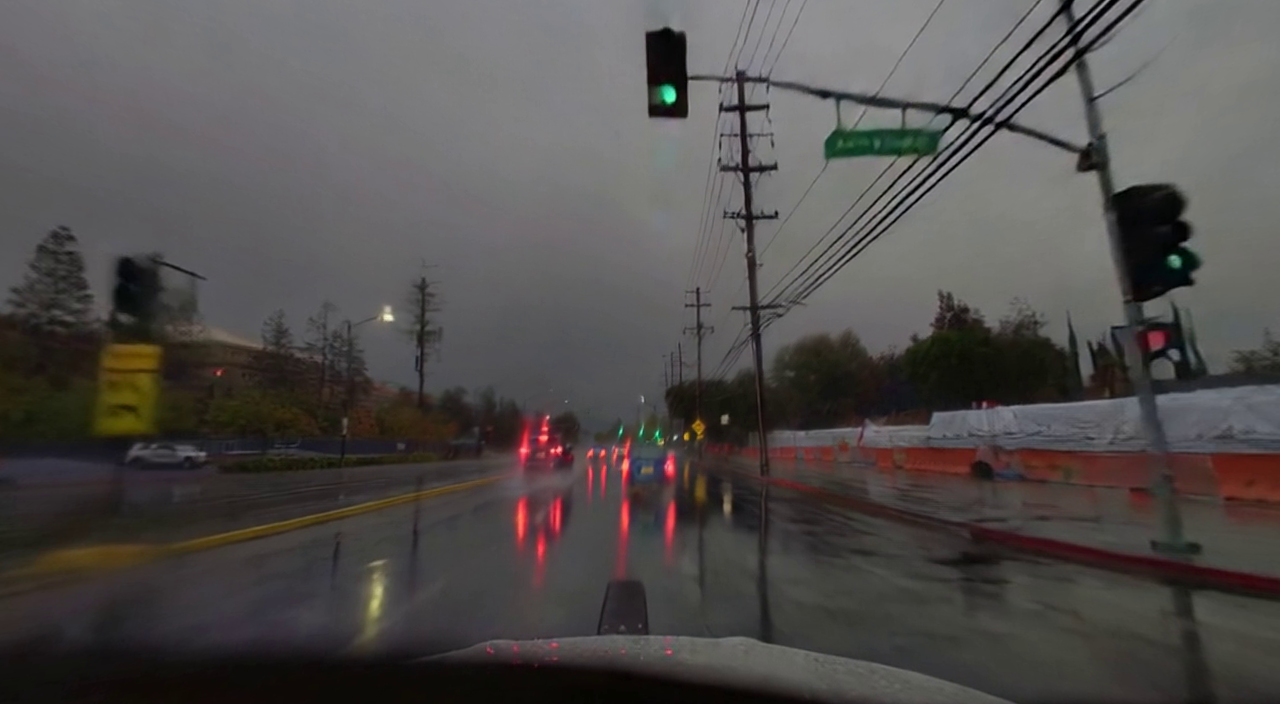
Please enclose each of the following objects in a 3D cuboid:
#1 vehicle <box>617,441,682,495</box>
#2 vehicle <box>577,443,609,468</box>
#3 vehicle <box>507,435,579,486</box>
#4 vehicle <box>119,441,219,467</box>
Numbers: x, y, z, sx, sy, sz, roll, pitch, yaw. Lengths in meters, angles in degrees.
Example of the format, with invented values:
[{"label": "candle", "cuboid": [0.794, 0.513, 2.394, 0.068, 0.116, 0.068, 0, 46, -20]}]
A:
[{"label": "vehicle", "cuboid": [0.300, 4.001, 22.017, 2.059, 1.691, 3.980, 0, -8, 0]}, {"label": "vehicle", "cuboid": [-3.392, 7.571, 46.210, 1.910, 1.713, 4.786, 0, -8, 1]}, {"label": "vehicle", "cuboid": [-3.730, 4.246, 24.951, 2.078, 1.804, 4.387, 0, -8, 1]}, {"label": "vehicle", "cuboid": [-31.766, 6.902, 42.423, 5.155, 1.679, 1.934, 0, -8, 0]}]
